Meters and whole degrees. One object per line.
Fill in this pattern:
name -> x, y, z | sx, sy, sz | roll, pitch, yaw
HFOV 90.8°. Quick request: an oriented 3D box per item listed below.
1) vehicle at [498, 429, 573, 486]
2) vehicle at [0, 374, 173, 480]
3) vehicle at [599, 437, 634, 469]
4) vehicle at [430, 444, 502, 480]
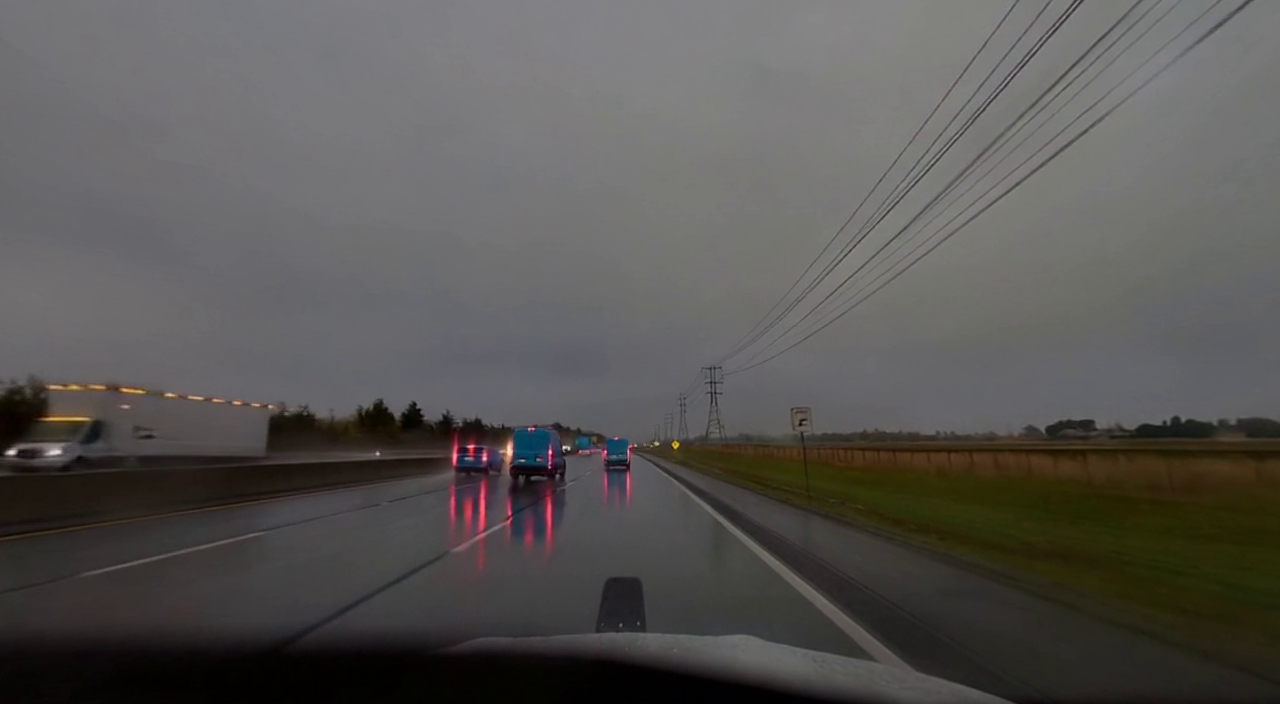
vehicle -> -3.995, 4.143, 25.054 | 2.145, 2.010, 4.980 | 0, -9, 0
vehicle -> -23.483, 3.246, 26.535 | 3.020, 3.938, 5.806 | 0, -9, -1
vehicle -> -1.583, 6.874, 42.842 | 2.197, 2.011, 5.130 | 0, -9, -2
vehicle -> -7.979, 5.083, 29.404 | 1.975, 1.540, 4.759 | 0, -9, 0
